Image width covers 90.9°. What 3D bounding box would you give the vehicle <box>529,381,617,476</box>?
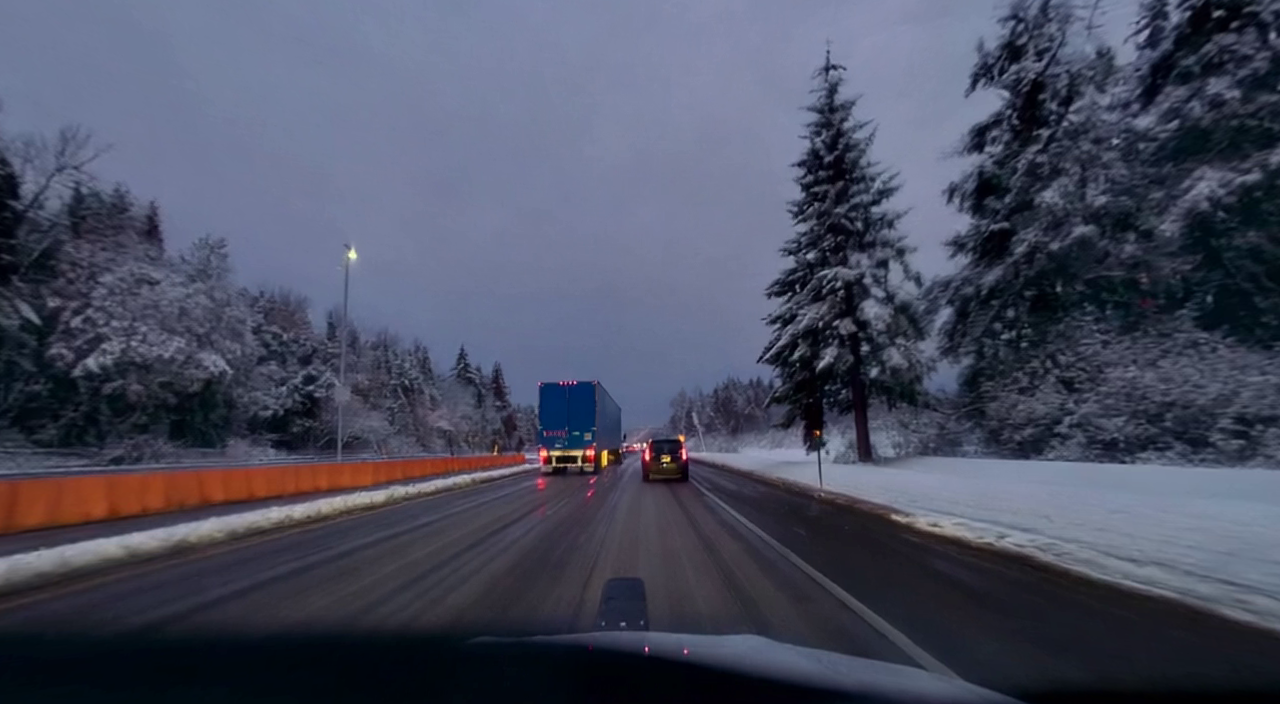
[{"bbox_3d":[-3.188,4.439,35.173,2.906,4.115,15.715,0,-8,1],"label":"vehicle"}]

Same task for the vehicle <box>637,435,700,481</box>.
[{"bbox_3d":[1.038,4.204,25.288,2.304,1.675,4.462,0,-8,0],"label":"vehicle"}]
